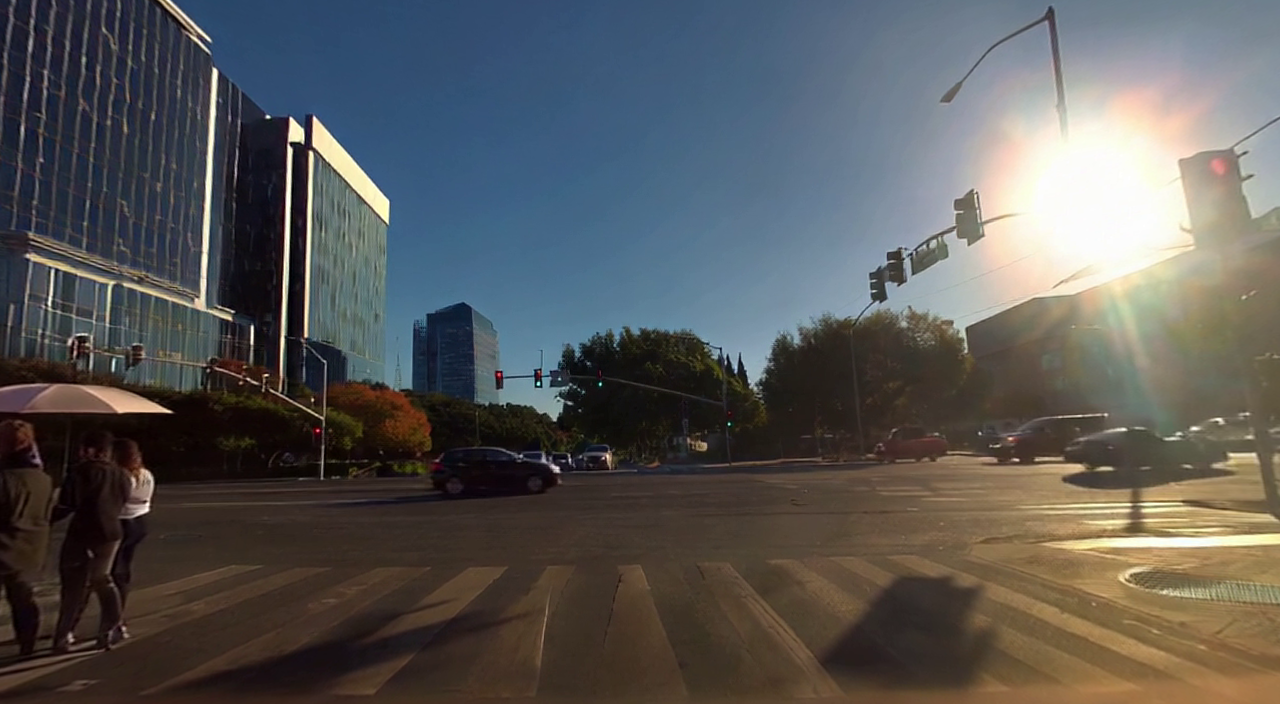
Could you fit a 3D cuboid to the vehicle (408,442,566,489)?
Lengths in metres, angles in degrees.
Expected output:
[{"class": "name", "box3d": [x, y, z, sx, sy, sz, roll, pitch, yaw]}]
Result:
[{"class": "vehicle", "box3d": [-4.948, 3.703, 20.727, 4.650, 1.448, 1.892, -1, -9, 7]}]

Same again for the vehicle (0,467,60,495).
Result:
[{"class": "vehicle", "box3d": [-39.508, 8.083, 39.629, 4.397, 1.582, 1.820, -1, -9, 6]}]

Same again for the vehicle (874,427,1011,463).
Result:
[{"class": "vehicle", "box3d": [12.915, 4.021, 27.201, 4.906, 1.485, 1.857, -1, -9, 6]}]

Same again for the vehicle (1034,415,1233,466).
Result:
[{"class": "vehicle", "box3d": [14.989, 2.743, 19.384, 4.360, 1.460, 1.834, -1, -9, 7]}]
